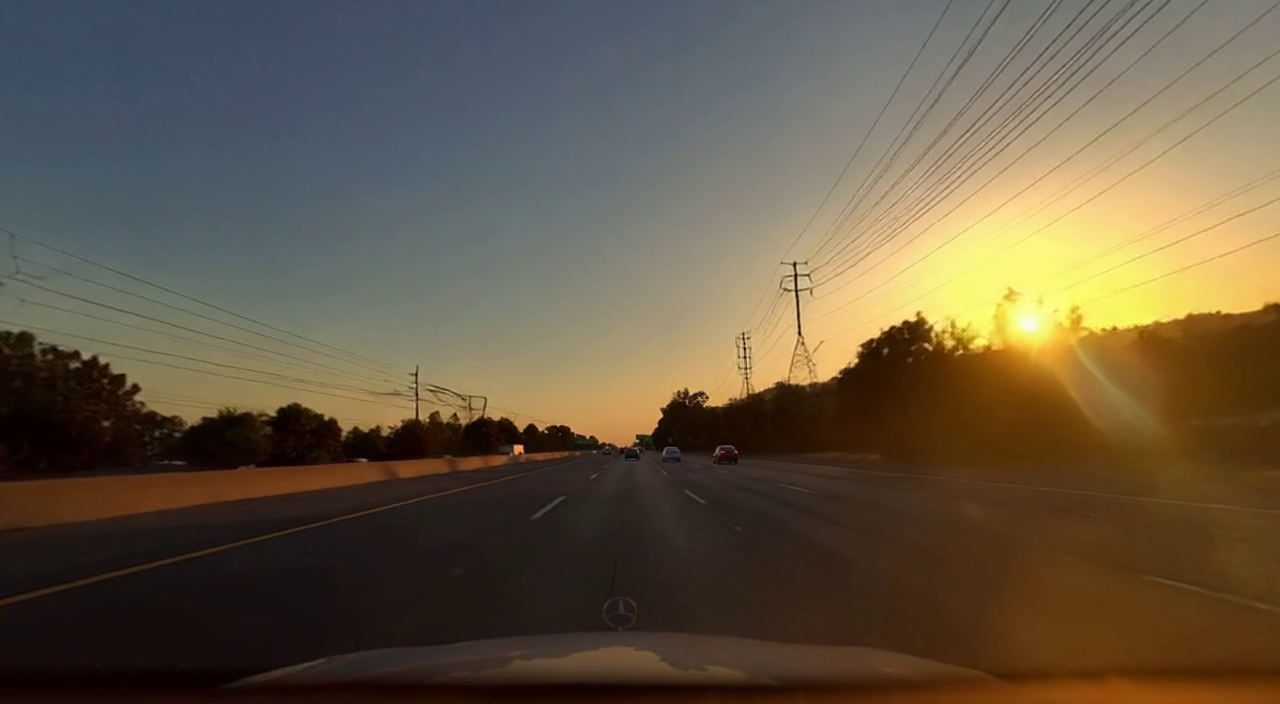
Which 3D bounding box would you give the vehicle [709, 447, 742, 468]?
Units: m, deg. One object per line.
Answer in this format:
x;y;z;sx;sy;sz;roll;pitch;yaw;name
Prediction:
6.400;7.945;47.806;1.817;1.440;4.075;0;-9;-2;vehicle
